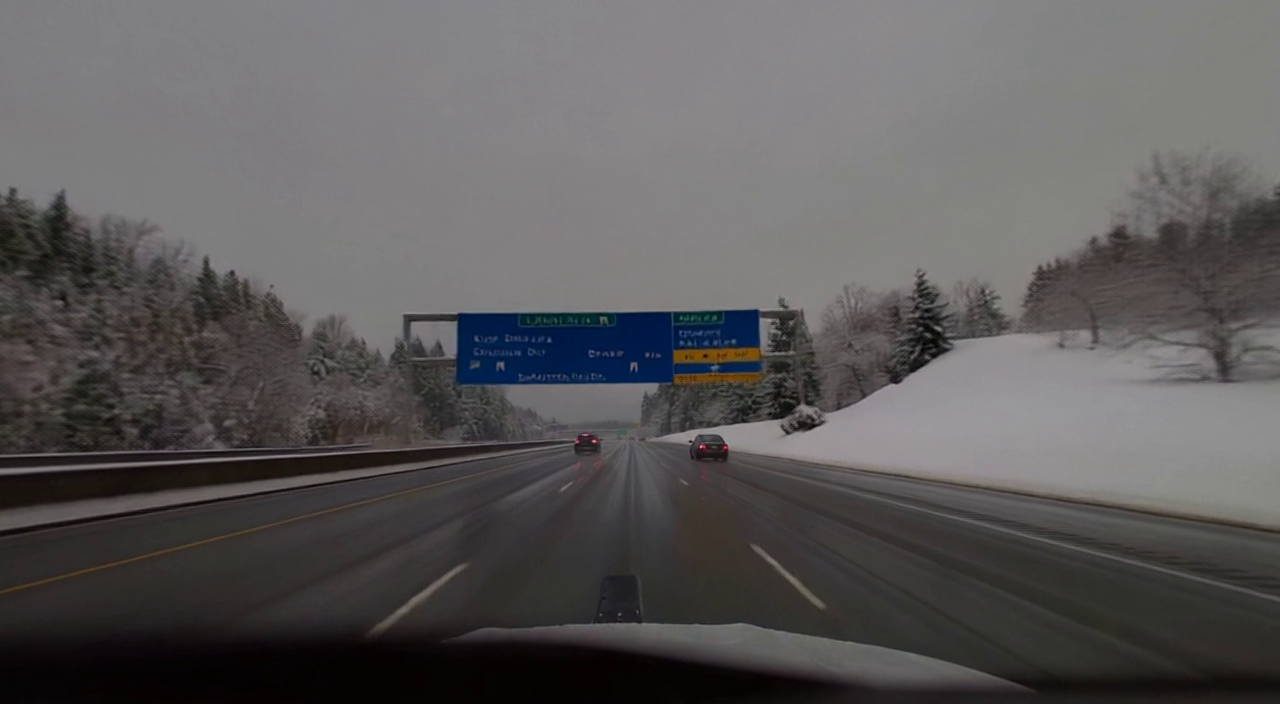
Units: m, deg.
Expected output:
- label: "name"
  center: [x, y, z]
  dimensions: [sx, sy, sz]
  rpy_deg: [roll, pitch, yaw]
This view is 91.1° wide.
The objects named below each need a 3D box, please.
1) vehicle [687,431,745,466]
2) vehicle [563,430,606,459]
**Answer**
- label: "vehicle"
  center: [3.533, 4.572, 29.964]
  dimensions: [2.077, 1.523, 4.539]
  rpy_deg: [0, -8, -2]
- label: "vehicle"
  center: [-3.383, 5.722, 39.008]
  dimensions: [2.219, 1.660, 4.153]
  rpy_deg: [0, -8, 1]
